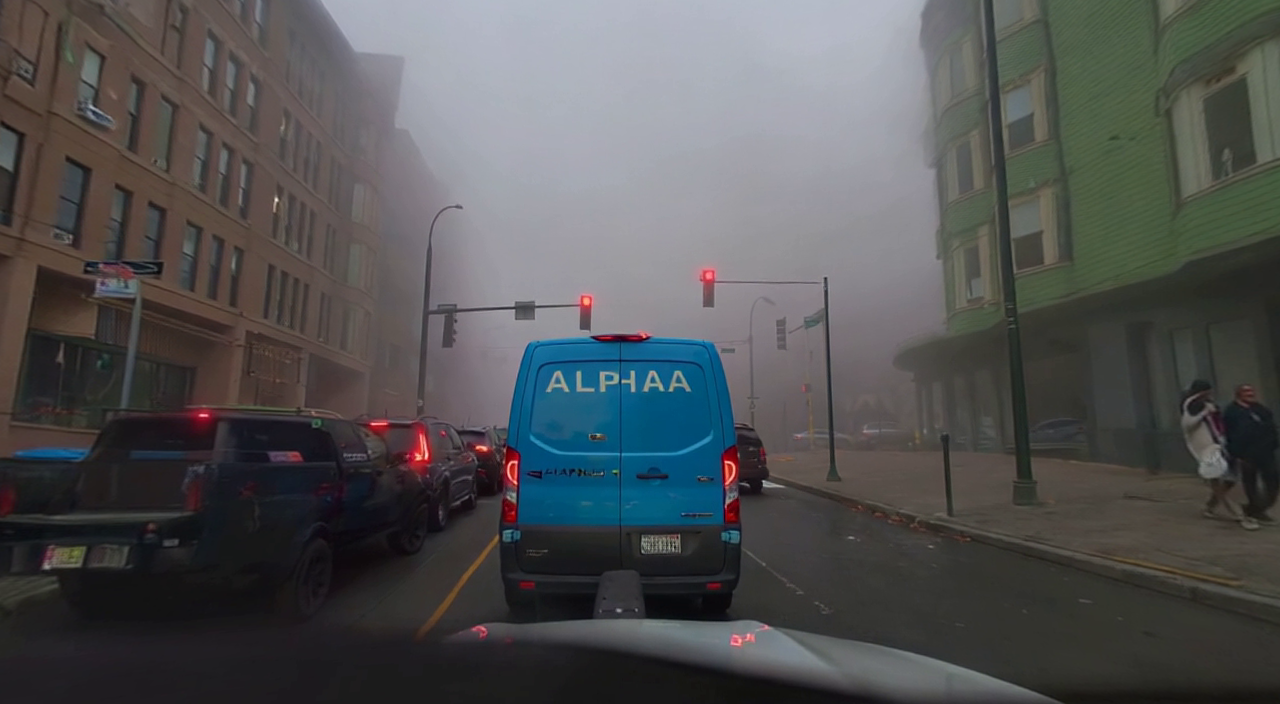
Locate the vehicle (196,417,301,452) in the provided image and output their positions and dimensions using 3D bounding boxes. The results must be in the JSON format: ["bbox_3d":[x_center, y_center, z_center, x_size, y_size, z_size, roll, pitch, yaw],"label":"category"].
[{"bbox_3d":[-18.293,3.864,29.566,3.713,1.571,1.751,1,-8,-11],"label":"vehicle"}]

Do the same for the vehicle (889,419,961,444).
[{"bbox_3d":[16.107,4.503,35.652,3.381,1.391,1.529,1,-8,-10],"label":"vehicle"}]

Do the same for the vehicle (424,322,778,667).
[{"bbox_3d":[-0.321,1.061,5.712,1.951,1.907,4.266,0,-8,-3],"label":"vehicle"}]

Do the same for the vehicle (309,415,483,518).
[{"bbox_3d":[-3.956,1.889,10.863,1.841,1.461,3.426,1,-8,-5],"label":"vehicle"}]
